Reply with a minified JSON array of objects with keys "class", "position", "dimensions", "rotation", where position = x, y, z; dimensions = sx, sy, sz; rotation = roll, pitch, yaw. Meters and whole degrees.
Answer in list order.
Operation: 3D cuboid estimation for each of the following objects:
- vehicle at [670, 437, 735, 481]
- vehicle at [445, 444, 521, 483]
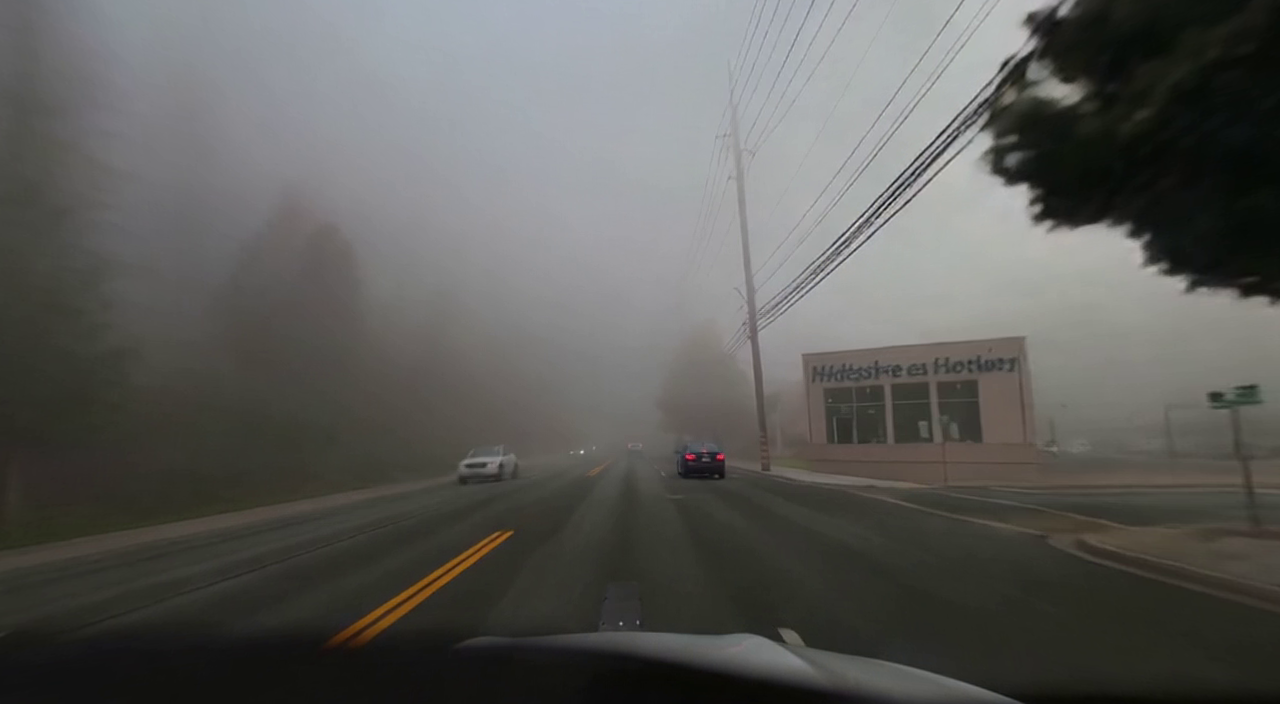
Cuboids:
[{"class":"vehicle","position":[2.255,3.988,23.775],"dimensions":[1.975,1.497,3.647],"rotation":[0,-8,-2]},{"class":"vehicle","position":[-6.403,4.590,26.333],"dimensions":[2.069,1.490,4.254],"rotation":[0,-8,0]}]
